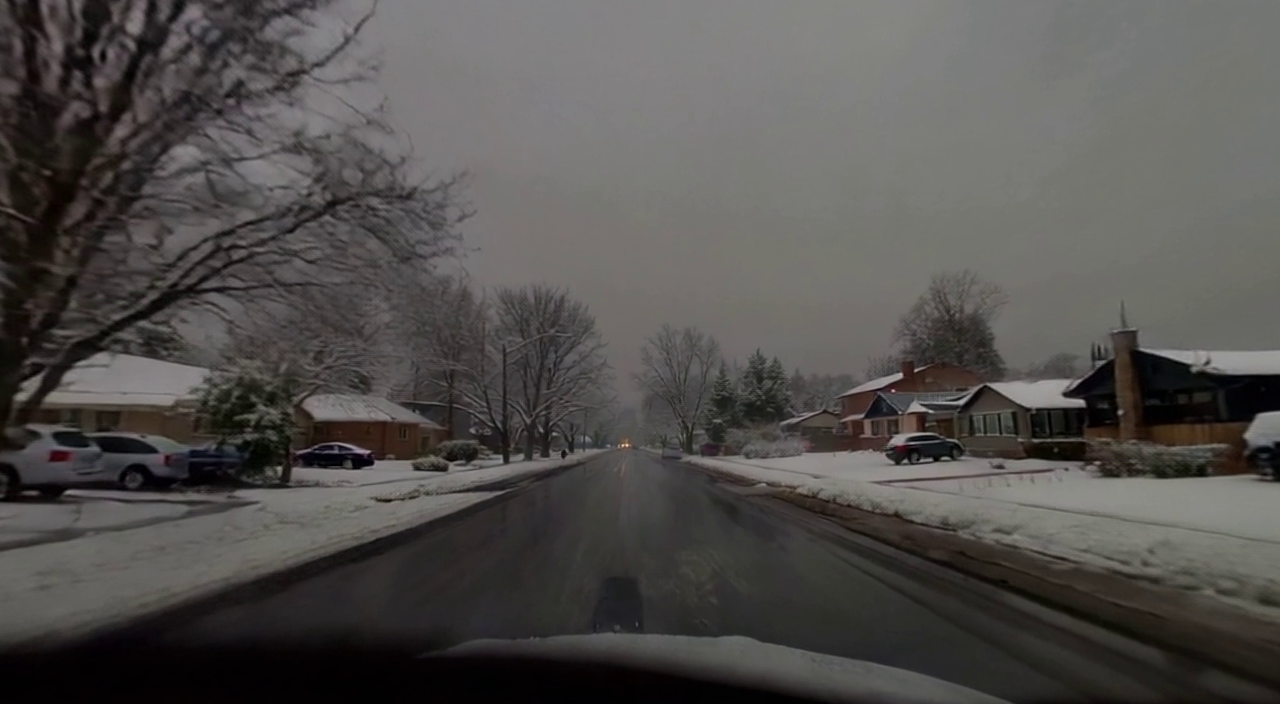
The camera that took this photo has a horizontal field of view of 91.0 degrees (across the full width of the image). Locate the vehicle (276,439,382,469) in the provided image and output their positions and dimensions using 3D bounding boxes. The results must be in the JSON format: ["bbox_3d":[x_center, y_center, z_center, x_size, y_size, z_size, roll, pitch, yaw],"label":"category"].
[{"bbox_3d":[-15.974,5.246,32.504,4.351,1.474,2.015,0,-9,-2],"label":"vehicle"}]

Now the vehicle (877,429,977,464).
[{"bbox_3d":[15.109,4.976,33.162,4.468,1.728,2.135,3,-9,-20],"label":"vehicle"}]

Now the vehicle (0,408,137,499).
[{"bbox_3d":[-15.629,2.420,15.078,2.575,2.031,5.155,-8,-11,44],"label":"vehicle"}]
